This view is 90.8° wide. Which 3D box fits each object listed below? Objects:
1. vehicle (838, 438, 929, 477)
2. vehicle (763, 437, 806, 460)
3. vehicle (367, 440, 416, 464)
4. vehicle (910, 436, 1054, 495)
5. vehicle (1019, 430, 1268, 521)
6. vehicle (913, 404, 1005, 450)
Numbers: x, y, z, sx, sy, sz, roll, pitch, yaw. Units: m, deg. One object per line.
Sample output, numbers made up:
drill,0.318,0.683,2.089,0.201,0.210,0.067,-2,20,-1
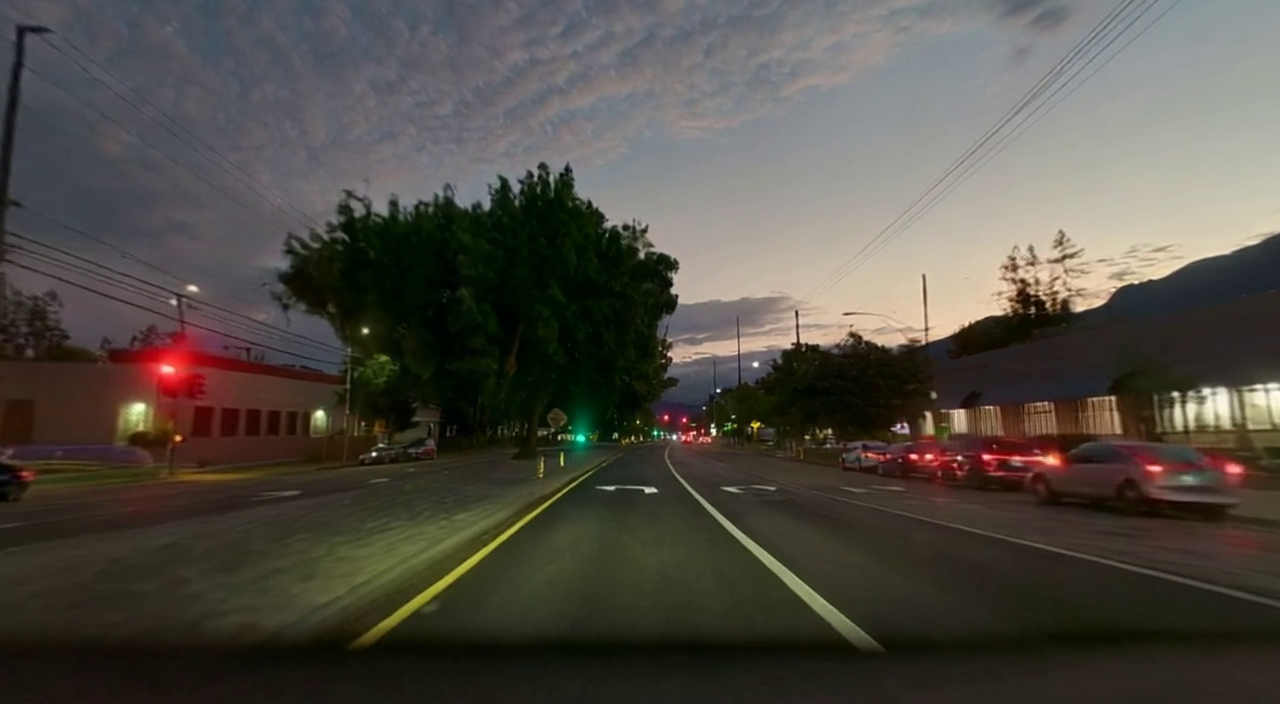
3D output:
vehicle,9.970,4.360,26.297,1.926,1.464,4.436,0,-9,-1
vehicle,10.200,6.848,44.804,1.919,1.546,4.730,0,-9,0
vehicle,-19.152,7.705,48.949,1.966,1.753,4.634,0,-9,-1
vehicle,9.771,3.266,18.532,1.726,1.486,4.394,0,-9,-1
vehicle,10.057,2.472,13.120,1.901,1.586,3.903,0,-9,-1
vehicle,19.060,4.588,38.171,2.179,2.441,5.974,-3,-8,-2
